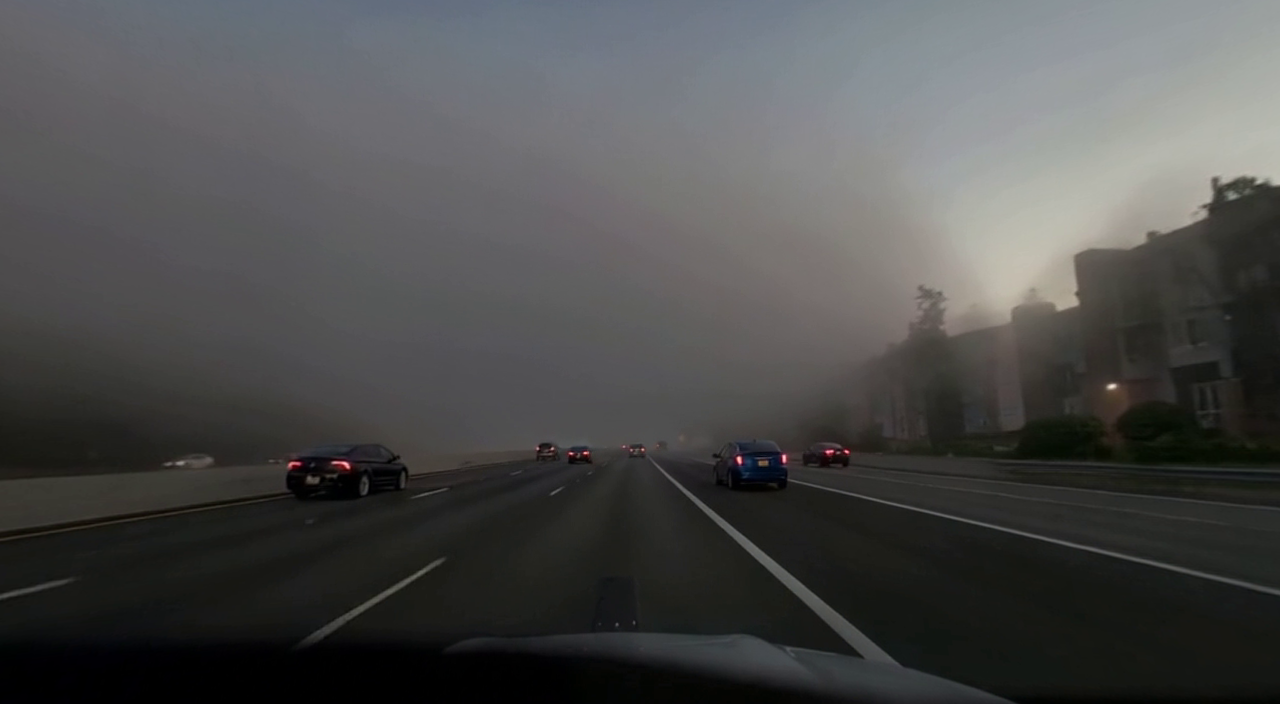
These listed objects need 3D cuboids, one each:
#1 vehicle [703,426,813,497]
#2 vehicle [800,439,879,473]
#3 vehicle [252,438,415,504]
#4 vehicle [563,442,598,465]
[{"bbox_3d":[3.079,2.980,17.478,2.080,1.694,4.286,0,-9,-2],"label":"vehicle"},{"bbox_3d":[9.145,4.813,29.372,2.061,1.459,4.273,0,-9,-3],"label":"vehicle"},{"bbox_3d":[-7.824,3.055,16.734,2.021,1.496,4.495,0,-9,0],"label":"vehicle"},{"bbox_3d":[-4.035,6.969,43.624,2.002,1.466,4.378,0,-9,0],"label":"vehicle"}]
